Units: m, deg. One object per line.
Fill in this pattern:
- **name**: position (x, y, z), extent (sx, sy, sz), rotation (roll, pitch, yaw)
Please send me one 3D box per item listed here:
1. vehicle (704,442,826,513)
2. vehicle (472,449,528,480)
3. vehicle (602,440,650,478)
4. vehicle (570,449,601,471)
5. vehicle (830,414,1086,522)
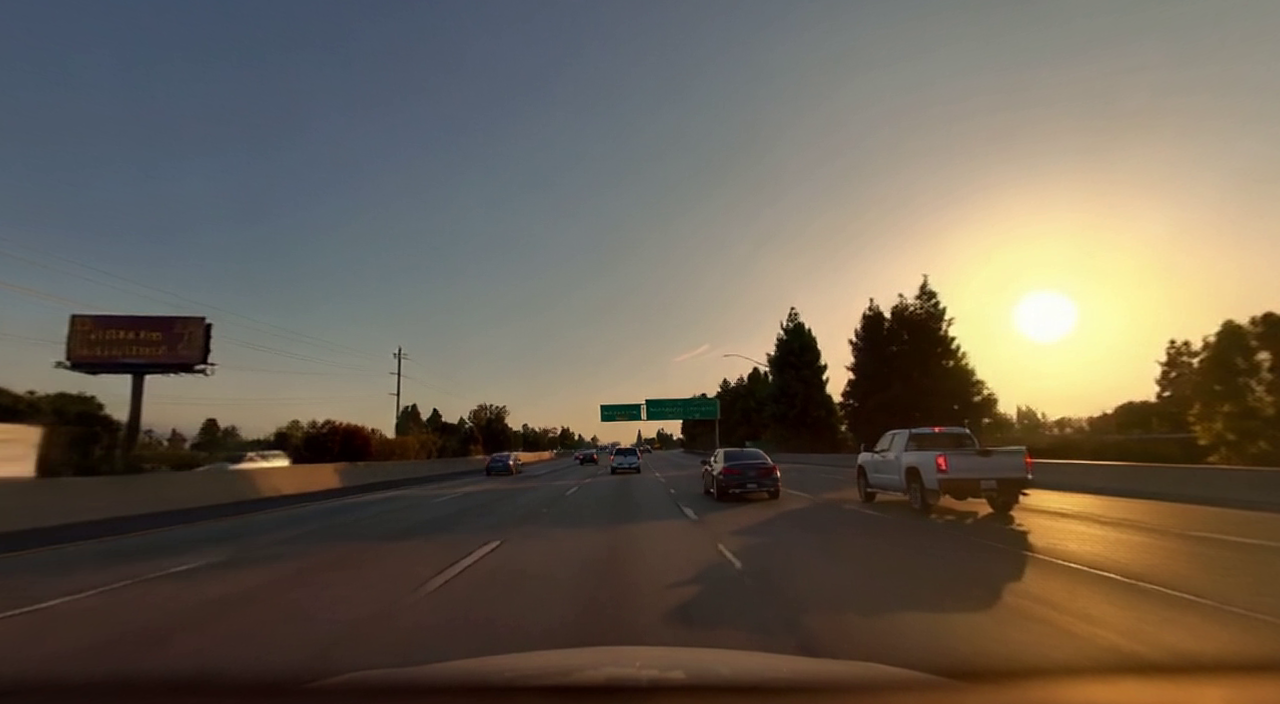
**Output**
- **vehicle**: position (2.848, 2.958, 15.455), extent (2.011, 1.462, 4.286), rotation (0, -8, -1)
- **vehicle**: position (-7.188, 5.810, 32.861), extent (1.920, 1.482, 4.385), rotation (0, -8, 0)
- **vehicle**: position (-0.693, 5.535, 32.890), extent (2.323, 1.805, 4.729), rotation (0, -9, 0)
- **vehicle**: position (-4.036, 8.044, 47.294), extent (1.935, 1.487, 4.076), rotation (0, -8, 0)
- **vehicle**: position (6.574, 2.508, 14.278), extent (2.635, 1.919, 5.907), rotation (0, -8, -1)
